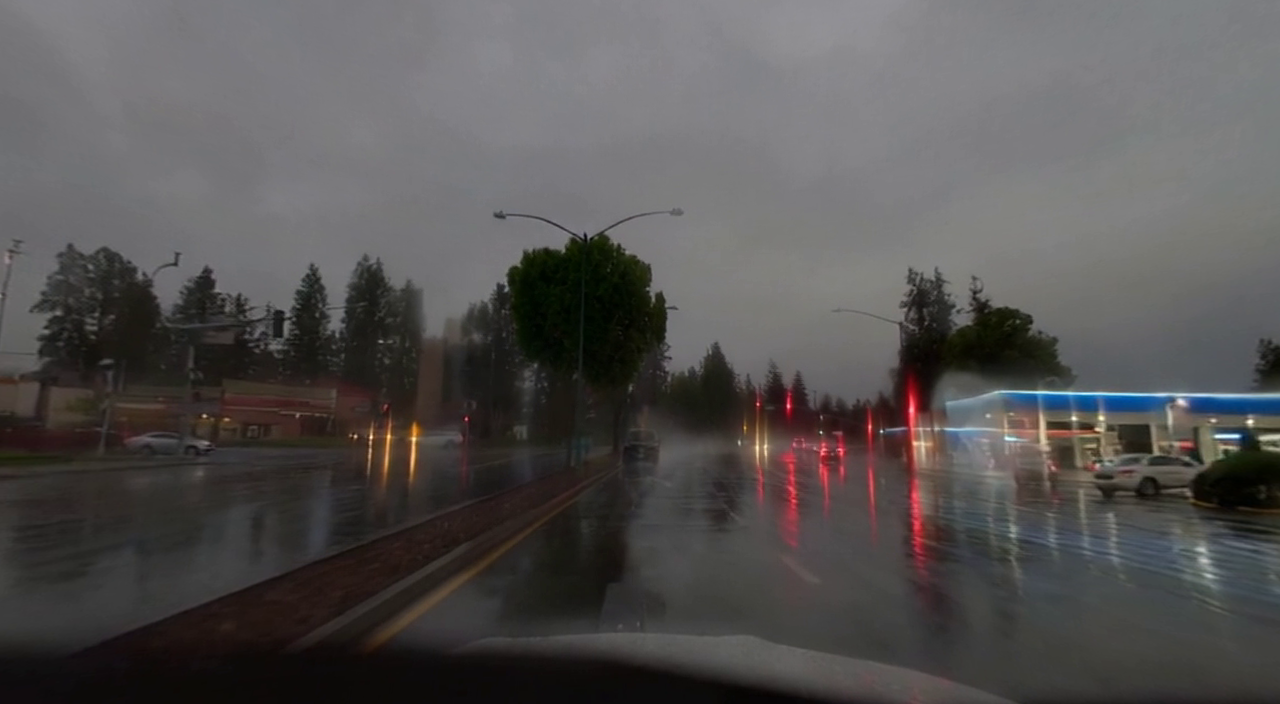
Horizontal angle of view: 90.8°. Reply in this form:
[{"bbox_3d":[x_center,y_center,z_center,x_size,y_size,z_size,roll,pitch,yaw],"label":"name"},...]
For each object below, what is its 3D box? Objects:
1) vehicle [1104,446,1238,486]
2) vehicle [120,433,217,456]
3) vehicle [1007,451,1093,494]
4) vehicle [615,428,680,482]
[{"bbox_3d":[23.080,4.934,27.543,4.331,1.604,1.858,1,-9,-7],"label":"vehicle"},{"bbox_3d":[-31.258,6.169,42.039,4.749,1.463,1.871,1,-9,-11],"label":"vehicle"},{"bbox_3d":[15.892,4.615,24.734,2.099,1.464,4.615,-4,-9,25],"label":"vehicle"},{"bbox_3d":[0.249,3.547,21.969,2.055,1.655,4.204,0,-9,1],"label":"vehicle"}]
